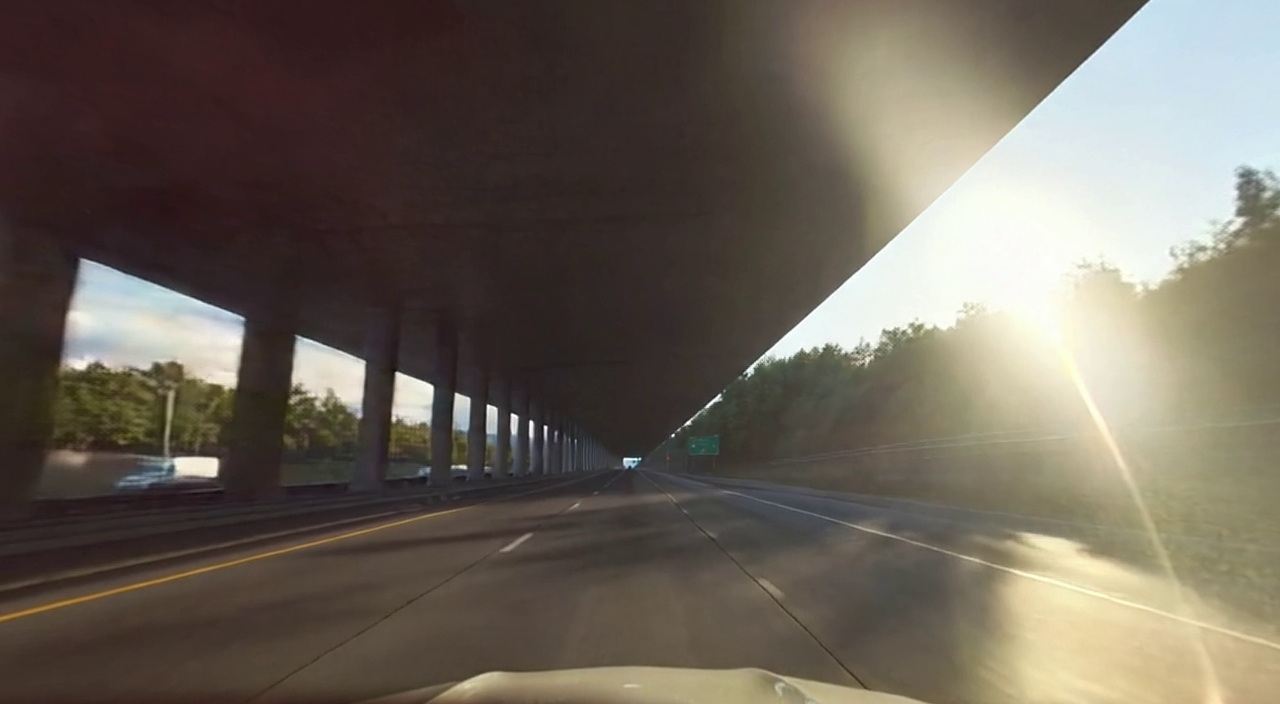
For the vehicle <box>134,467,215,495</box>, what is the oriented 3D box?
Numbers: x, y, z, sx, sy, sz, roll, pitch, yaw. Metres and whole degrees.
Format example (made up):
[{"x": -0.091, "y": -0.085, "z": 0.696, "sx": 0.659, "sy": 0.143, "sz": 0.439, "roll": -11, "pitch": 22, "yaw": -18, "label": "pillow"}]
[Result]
[{"x": -26.970, "y": 7.462, "z": 36.649, "sx": 1.754, "sy": 1.494, "sz": 3.694, "roll": 1, "pitch": -10, "yaw": 0, "label": "vehicle"}]
